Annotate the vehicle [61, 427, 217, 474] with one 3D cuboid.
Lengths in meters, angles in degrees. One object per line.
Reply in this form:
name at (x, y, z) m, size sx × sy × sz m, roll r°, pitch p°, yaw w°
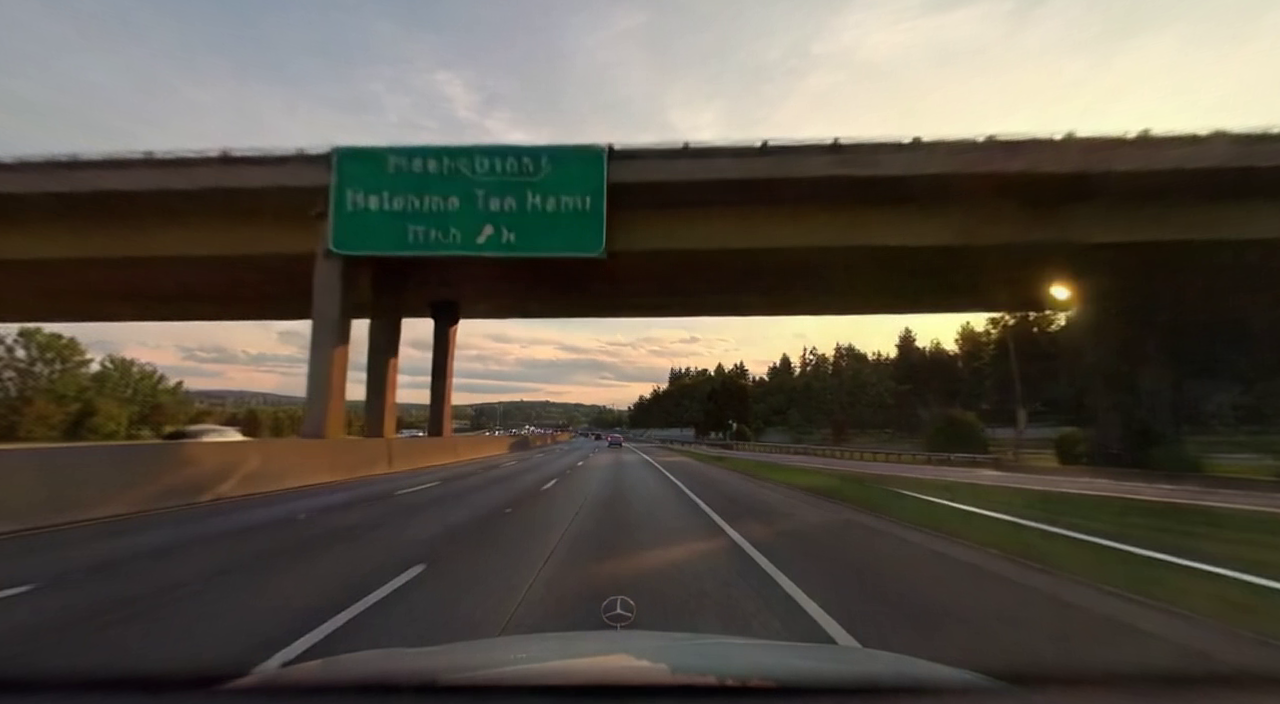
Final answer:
vehicle at (-17.574, 3.467, 22.418) m, size 1.995 × 1.476 × 4.462 m, roll 0°, pitch -8°, yaw -2°
